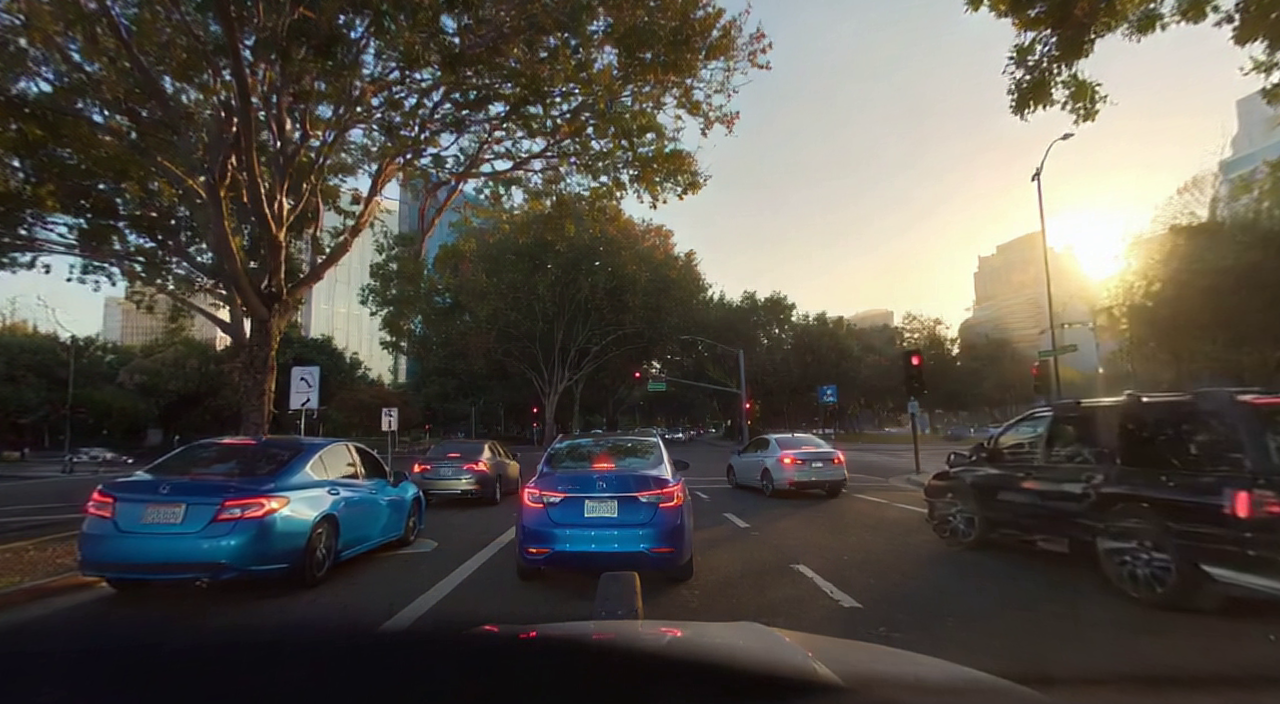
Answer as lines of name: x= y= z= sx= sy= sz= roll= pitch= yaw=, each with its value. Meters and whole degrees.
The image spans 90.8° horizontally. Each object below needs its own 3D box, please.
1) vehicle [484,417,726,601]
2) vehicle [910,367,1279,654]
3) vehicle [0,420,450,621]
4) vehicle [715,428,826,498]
vehicle: x=-0.353 y=1.640 z=7.508 sx=2.045 sy=1.533 sz=4.183 roll=0 pitch=-8 yaw=-2
vehicle: x=4.775 y=1.295 z=6.228 sx=2.038 sy=1.750 sz=4.535 roll=0 pitch=-8 yaw=-2
vehicle: x=-3.811 y=1.588 z=6.985 sx=2.074 sy=1.485 sz=4.395 roll=0 pitch=-8 yaw=0
vehicle: x=3.437 y=3.003 z=17.513 sx=2.028 sy=1.678 sz=4.220 roll=0 pitch=-8 yaw=-2
